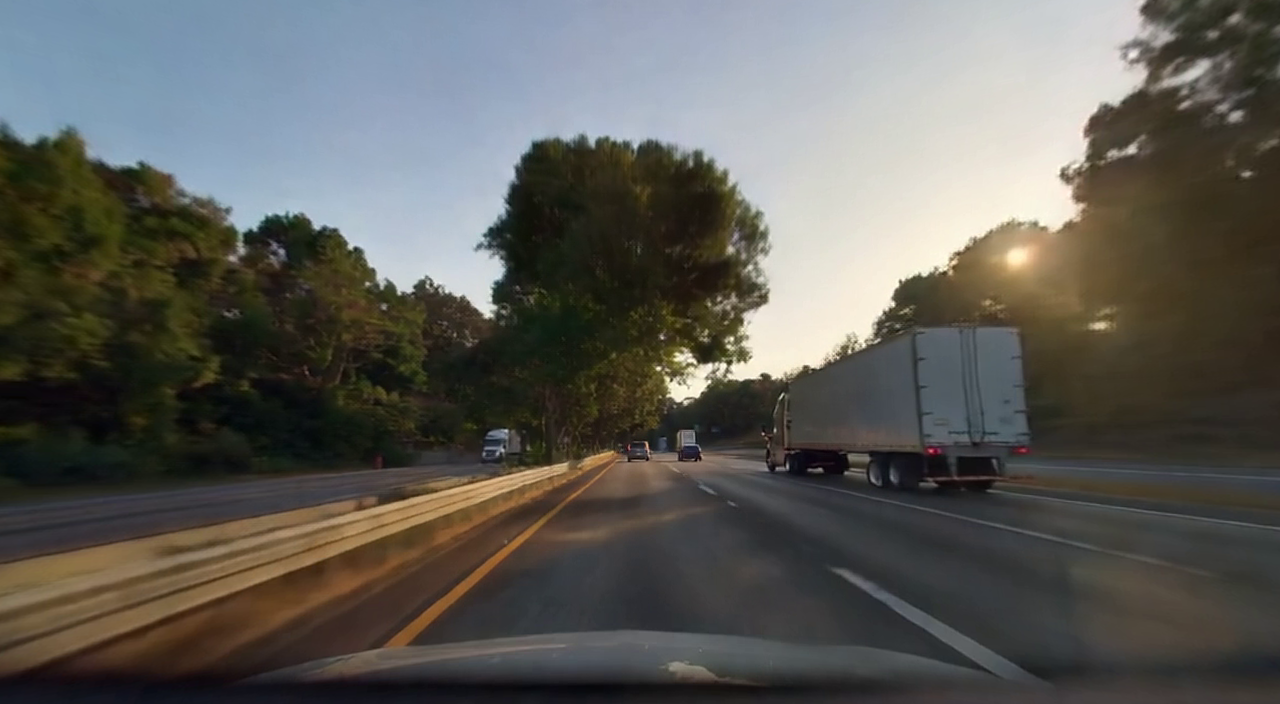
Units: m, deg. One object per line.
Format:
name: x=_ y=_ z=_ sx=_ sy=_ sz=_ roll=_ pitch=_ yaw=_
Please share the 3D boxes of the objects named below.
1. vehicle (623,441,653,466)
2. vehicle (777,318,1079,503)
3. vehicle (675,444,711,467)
vehicle: x=-0.132 y=7.544 z=46.732 sx=2.114 sy=1.706 sz=4.106 roll=0 pitch=-9 yaw=0
vehicle: x=7.794 y=2.310 z=20.786 sx=3.044 sy=4.073 sz=14.016 roll=0 pitch=-9 yaw=-1
vehicle: x=3.585 y=7.095 z=43.217 sx=2.025 sy=1.534 sz=4.179 roll=0 pitch=-9 yaw=-1
